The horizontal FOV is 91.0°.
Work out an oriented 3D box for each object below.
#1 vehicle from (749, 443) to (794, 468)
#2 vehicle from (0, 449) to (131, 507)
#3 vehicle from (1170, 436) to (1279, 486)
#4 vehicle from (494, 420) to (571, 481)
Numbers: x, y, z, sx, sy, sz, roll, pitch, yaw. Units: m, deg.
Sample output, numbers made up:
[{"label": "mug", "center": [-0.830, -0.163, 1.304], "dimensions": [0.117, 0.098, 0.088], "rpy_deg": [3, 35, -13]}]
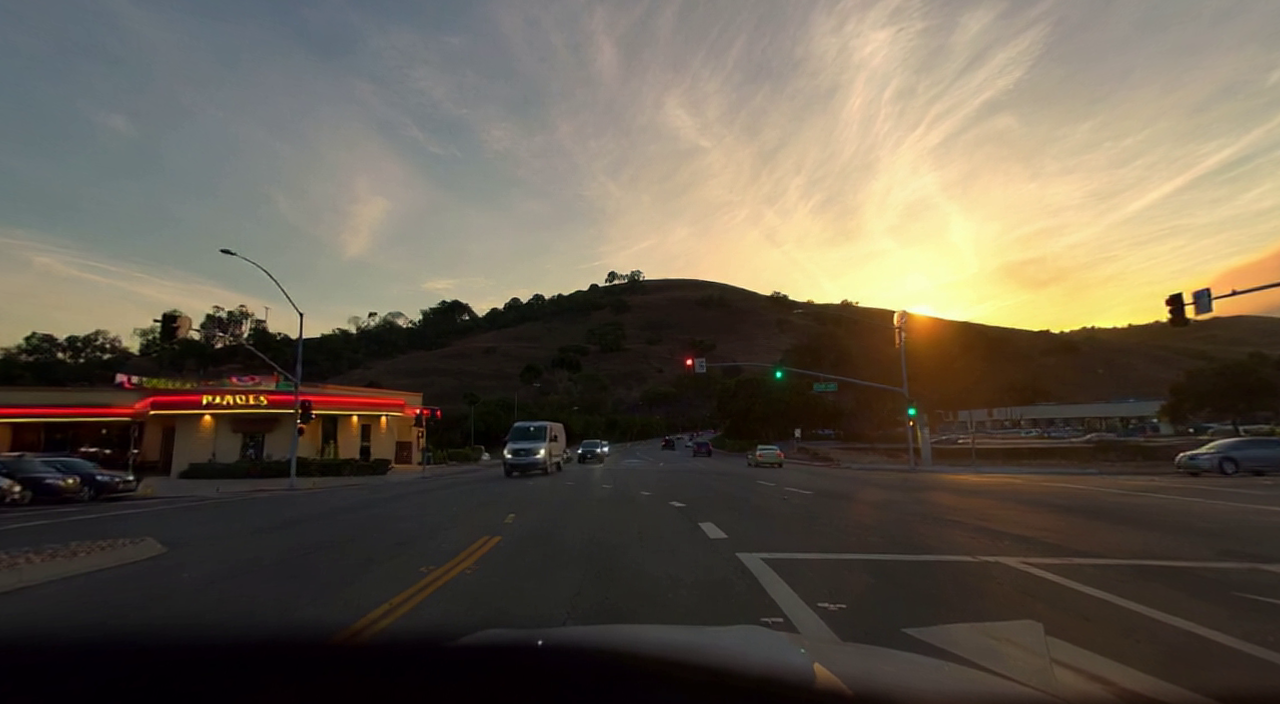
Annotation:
[{"label": "vehicle", "center": [8.762, 6.944, 42.374], "dimensions": [1.911, 1.594, 4.378], "rpy_deg": [0, -9, -3]}, {"label": "vehicle", "center": [-19.784, 4.080, 20.585], "dimensions": [4.440, 1.748, 2.033], "rpy_deg": [0, -8, 1]}, {"label": "vehicle", "center": [25.081, 4.463, 26.031], "dimensions": [4.546, 1.944, 2.051], "rpy_deg": [1, -9, -5]}, {"label": "vehicle", "center": [-4.304, 4.069, 26.118], "dimensions": [2.196, 2.264, 5.206], "rpy_deg": [0, -8, 1]}]
